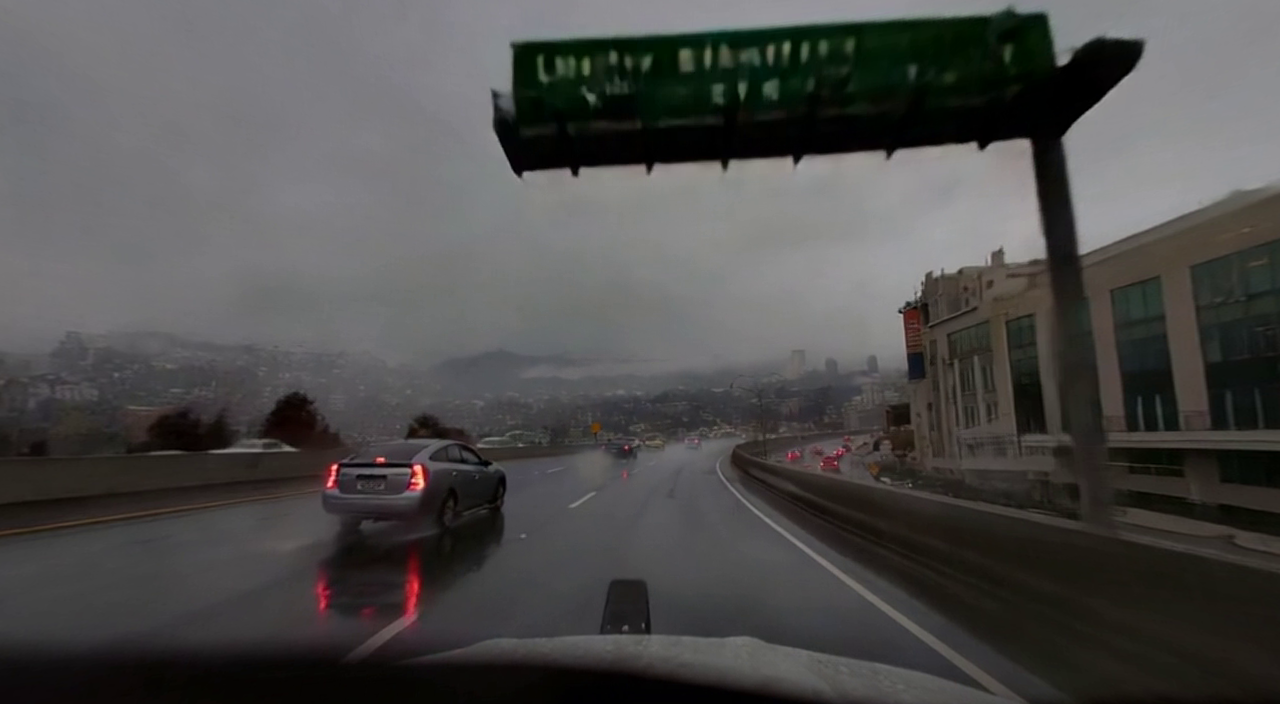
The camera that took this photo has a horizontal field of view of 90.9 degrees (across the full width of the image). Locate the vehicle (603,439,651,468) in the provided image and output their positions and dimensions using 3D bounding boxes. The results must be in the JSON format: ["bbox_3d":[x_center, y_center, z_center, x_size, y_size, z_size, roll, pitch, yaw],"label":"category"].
[{"bbox_3d":[-0.635,5.396,33.647,1.928,1.455,4.361,-2,-9,7],"label":"vehicle"}]

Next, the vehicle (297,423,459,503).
[{"bbox_3d":[-6.310,2.736,15.875,1.993,1.690,4.450,-1,-9,3],"label":"vehicle"}]

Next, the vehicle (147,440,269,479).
[{"bbox_3d":[-19.022,4.749,28.082,1.880,1.540,4.630,-1,-9,5],"label":"vehicle"}]
